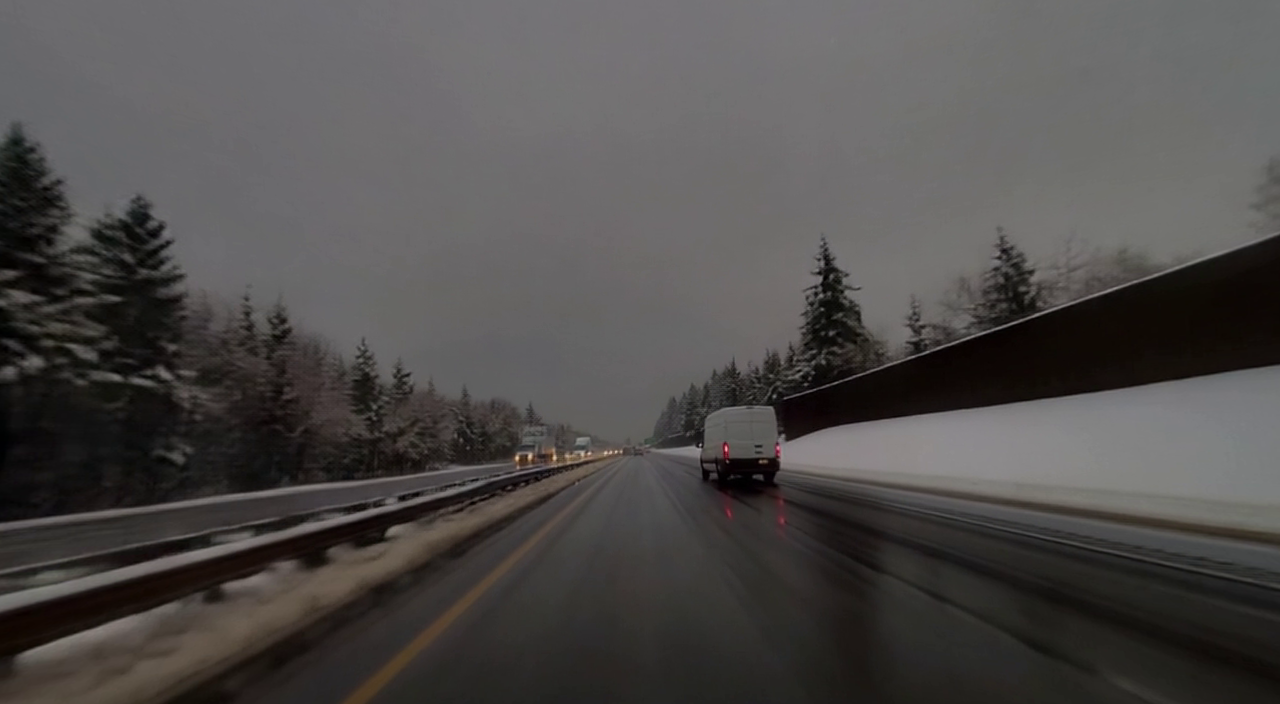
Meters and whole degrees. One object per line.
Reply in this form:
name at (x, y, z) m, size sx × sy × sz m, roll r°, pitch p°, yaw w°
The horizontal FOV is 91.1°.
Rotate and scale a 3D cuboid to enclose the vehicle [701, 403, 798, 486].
vehicle at (4.042, 3.668, 24.827) m, size 2.449 × 2.805 × 6.763 m, roll 0°, pitch -9°, yaw -1°
